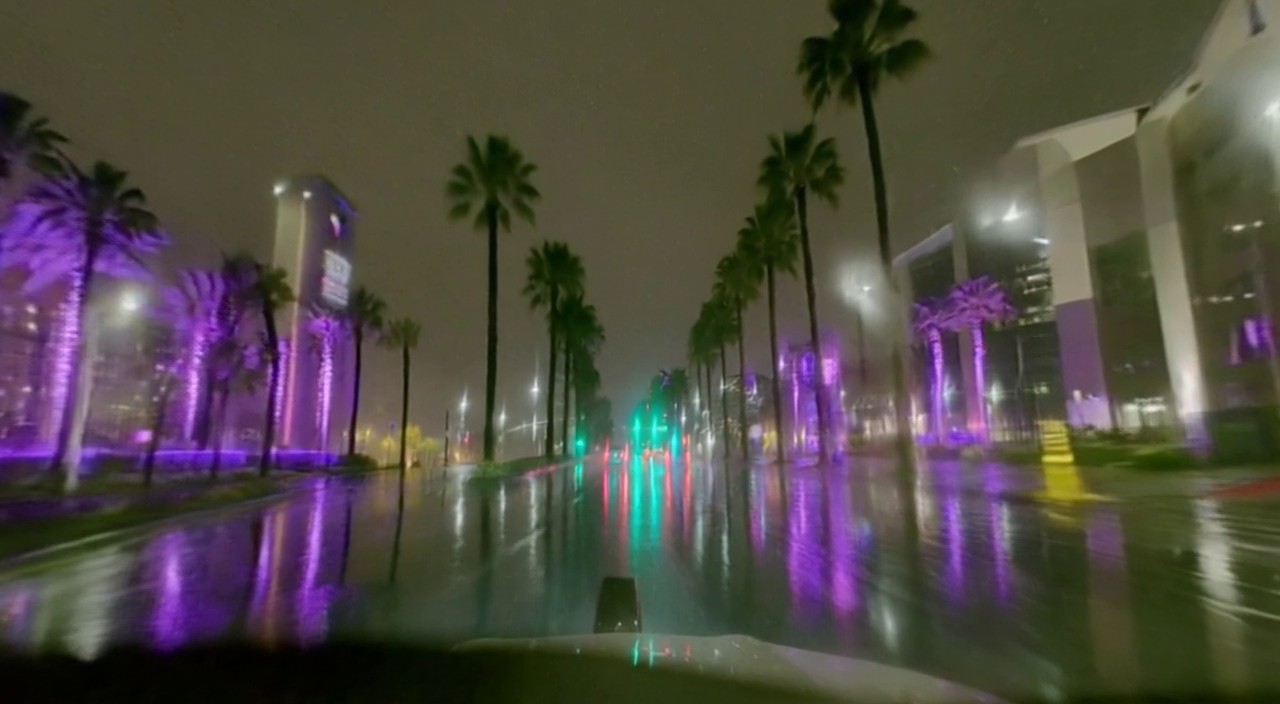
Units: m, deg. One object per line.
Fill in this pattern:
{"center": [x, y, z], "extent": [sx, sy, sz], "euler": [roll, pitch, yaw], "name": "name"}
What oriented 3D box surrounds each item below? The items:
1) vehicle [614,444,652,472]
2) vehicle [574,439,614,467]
{"center": [-0.380, 6.593, 39.515], "extent": [2.160, 1.615, 4.117], "euler": [0, -9, 1], "name": "vehicle"}
{"center": [-3.498, 7.823, 49.119], "extent": [2.672, 2.064, 5.681], "euler": [0, -9, 0], "name": "vehicle"}
